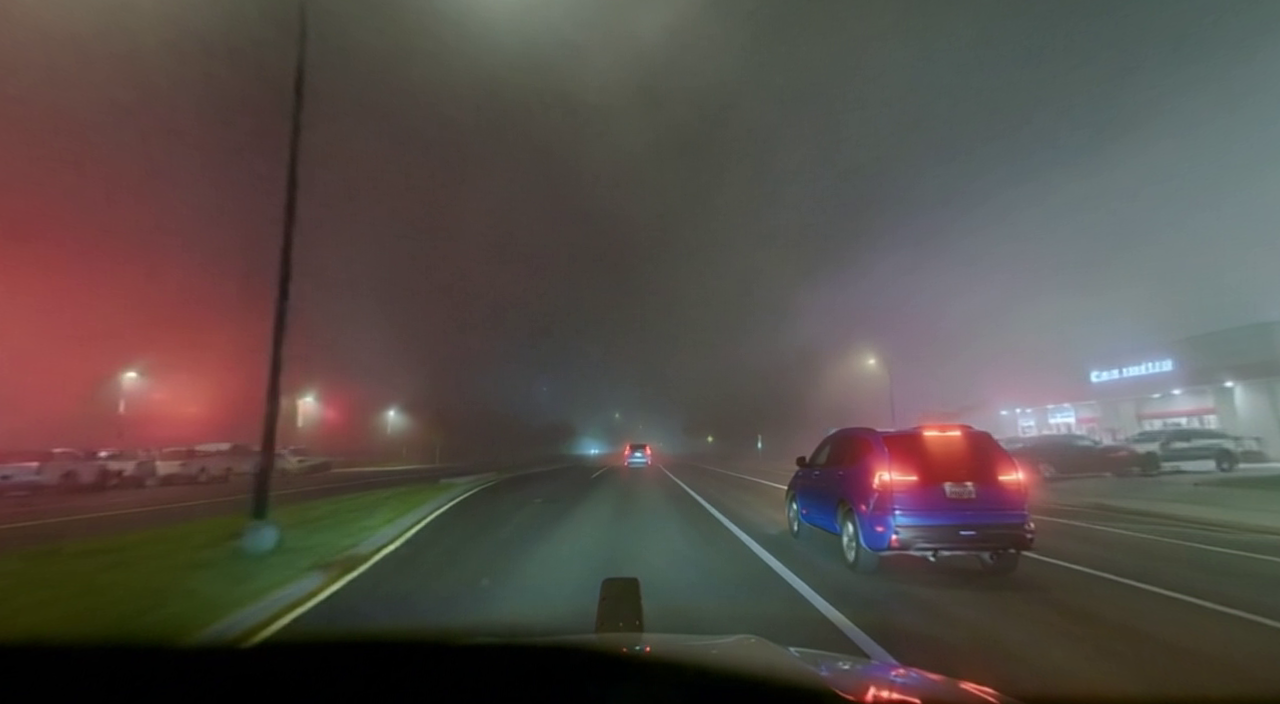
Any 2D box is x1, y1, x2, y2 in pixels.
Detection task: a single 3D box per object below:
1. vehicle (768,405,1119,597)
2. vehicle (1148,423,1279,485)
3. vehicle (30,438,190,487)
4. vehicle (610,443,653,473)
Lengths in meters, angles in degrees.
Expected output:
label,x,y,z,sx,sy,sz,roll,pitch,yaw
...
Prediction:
label,x,y,z,sx,sy,sz,roll,pitch,yaw
vehicle,3.174,1.660,7.922,2.110,1.698,4.397,0,-8,-1
vehicle,20.284,3.289,20.524,5.408,1.845,2.377,0,-8,0
vehicle,-25.851,5.412,30.990,5.776,1.932,2.226,-3,-9,-2
vehicle,-0.437,5.525,33.130,2.126,1.475,3.967,0,-8,0
